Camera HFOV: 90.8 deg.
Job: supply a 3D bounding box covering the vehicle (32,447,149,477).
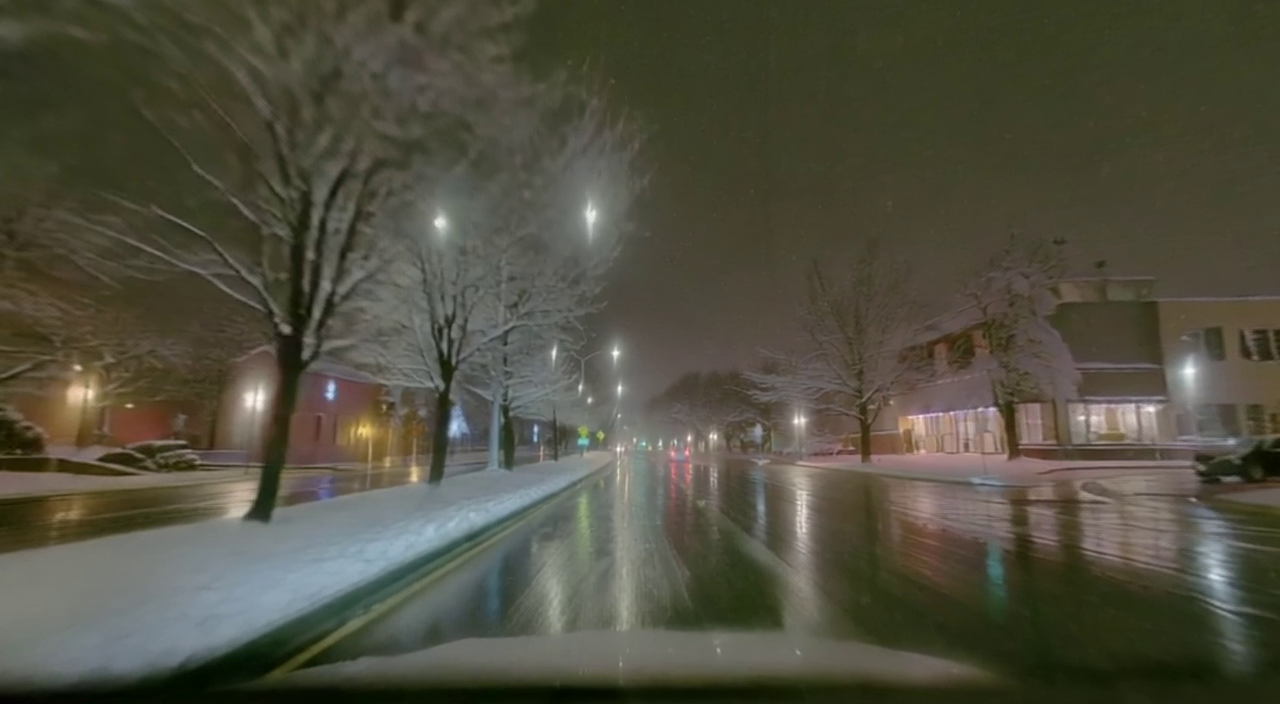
[{"bbox_3d":[-28.042,5.599,32.329,4.140,1.446,1.888,0,-9,0],"label":"vehicle"}]
